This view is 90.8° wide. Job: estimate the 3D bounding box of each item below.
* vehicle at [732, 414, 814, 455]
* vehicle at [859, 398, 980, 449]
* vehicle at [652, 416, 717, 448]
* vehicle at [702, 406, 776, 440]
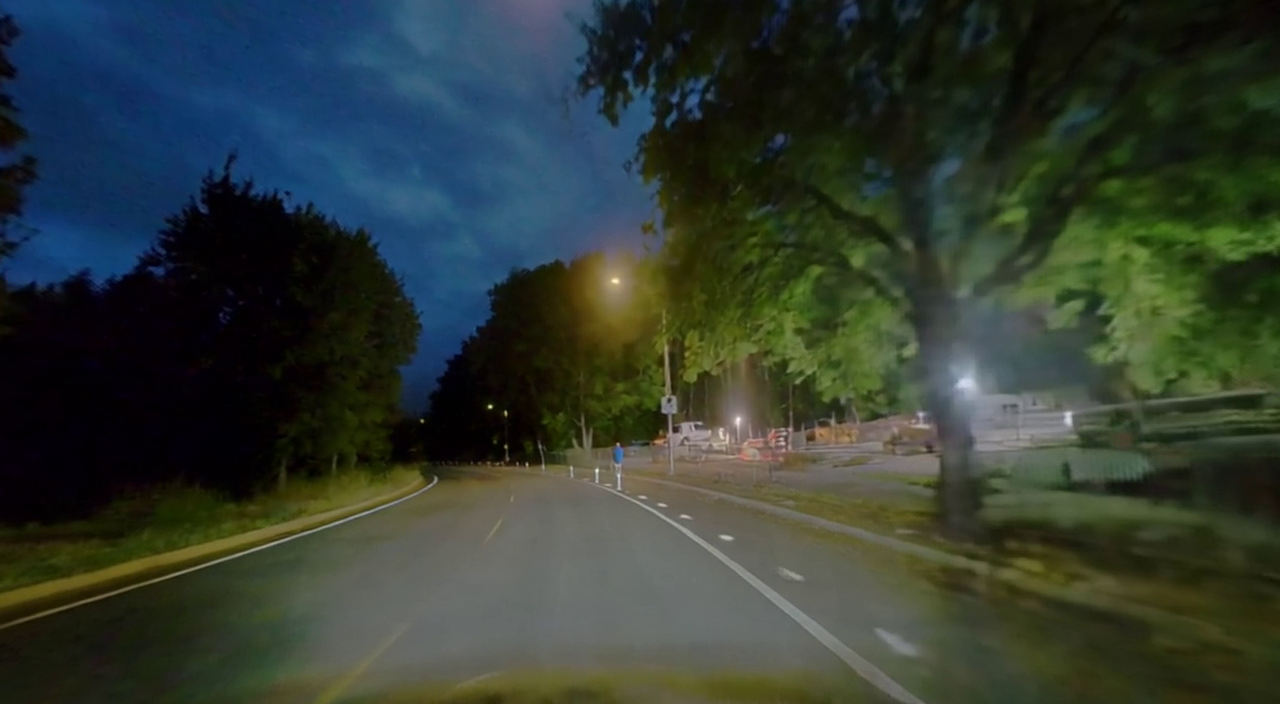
[{"bbox_3d":[6.406,4.022,30.598,3.451,1.504,1.652,7,-12,-8],"label":"vehicle"},{"bbox_3d":[8.635,2.302,19.853,1.635,1.445,3.563,1,-9,-11],"label":"vehicle"},{"bbox_3d":[3.226,5.743,45.278,4.180,1.880,2.028,11,-11,-32],"label":"vehicle"},{"bbox_3d":[5.958,4.314,38.223,3.916,1.765,1.785,-2,-8,-17],"label":"vehicle"}]
